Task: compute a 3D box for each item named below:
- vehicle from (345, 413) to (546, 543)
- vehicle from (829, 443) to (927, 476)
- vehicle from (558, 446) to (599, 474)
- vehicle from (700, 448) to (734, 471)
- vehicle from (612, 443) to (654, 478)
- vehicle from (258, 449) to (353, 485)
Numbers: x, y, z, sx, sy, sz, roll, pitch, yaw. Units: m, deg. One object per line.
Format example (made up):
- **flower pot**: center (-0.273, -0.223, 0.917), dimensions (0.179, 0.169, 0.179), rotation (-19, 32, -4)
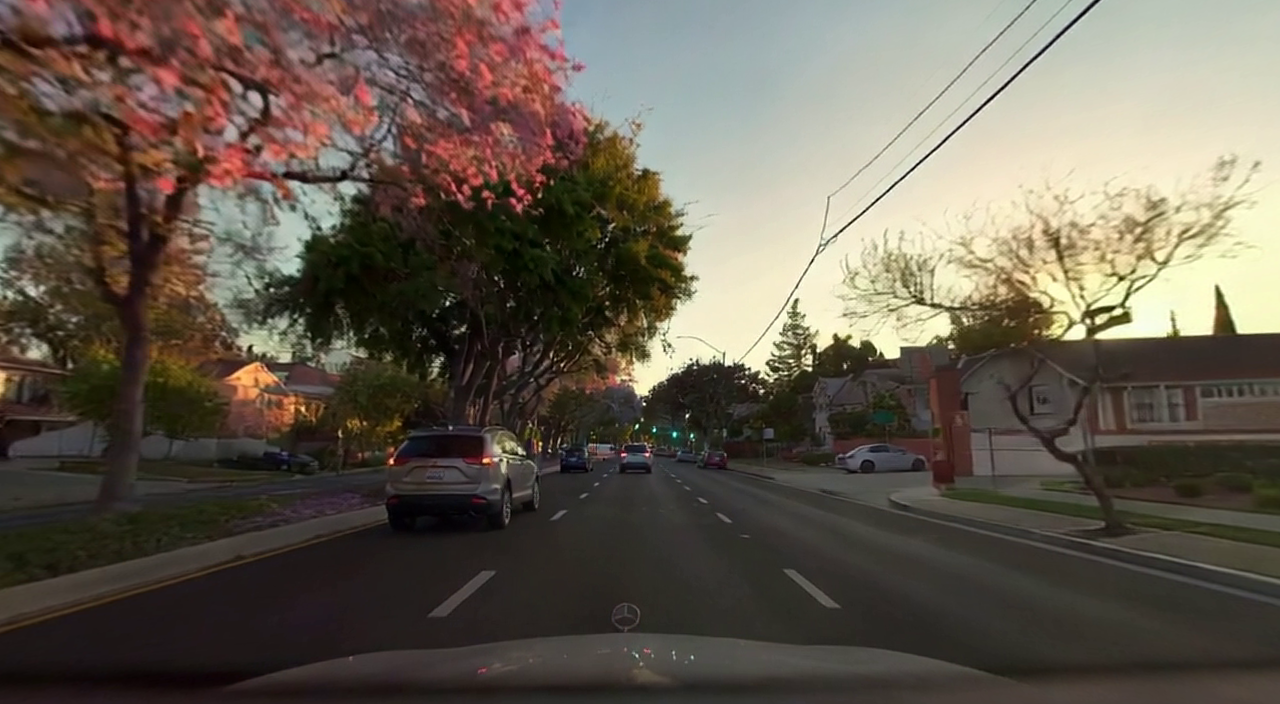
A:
- **vehicle**: center (-3.266, 2.235, 11.916), dimensions (2.161, 1.919, 4.798), rotation (0, -8, 1)
- **vehicle**: center (12.589, 5.731, 33.695), dimensions (4.482, 1.678, 1.890), rotation (-1, -8, 7)
- **vehicle**: center (-3.620, 6.382, 37.661), dimensions (2.066, 1.565, 3.905), rotation (0, -8, 0)
- **vehicle**: center (5.757, 8.040, 47.545), dimensions (1.987, 1.613, 3.894), rotation (0, -8, -1)
- **vehicle**: center (-0.362, 5.521, 32.388), dimensions (1.997, 1.636, 3.760), rotation (0, -8, -1)
- **vehicle**: center (-15.589, 5.363, 29.753), dimensions (1.866, 1.501, 4.689), rotation (0, -8, 1)
